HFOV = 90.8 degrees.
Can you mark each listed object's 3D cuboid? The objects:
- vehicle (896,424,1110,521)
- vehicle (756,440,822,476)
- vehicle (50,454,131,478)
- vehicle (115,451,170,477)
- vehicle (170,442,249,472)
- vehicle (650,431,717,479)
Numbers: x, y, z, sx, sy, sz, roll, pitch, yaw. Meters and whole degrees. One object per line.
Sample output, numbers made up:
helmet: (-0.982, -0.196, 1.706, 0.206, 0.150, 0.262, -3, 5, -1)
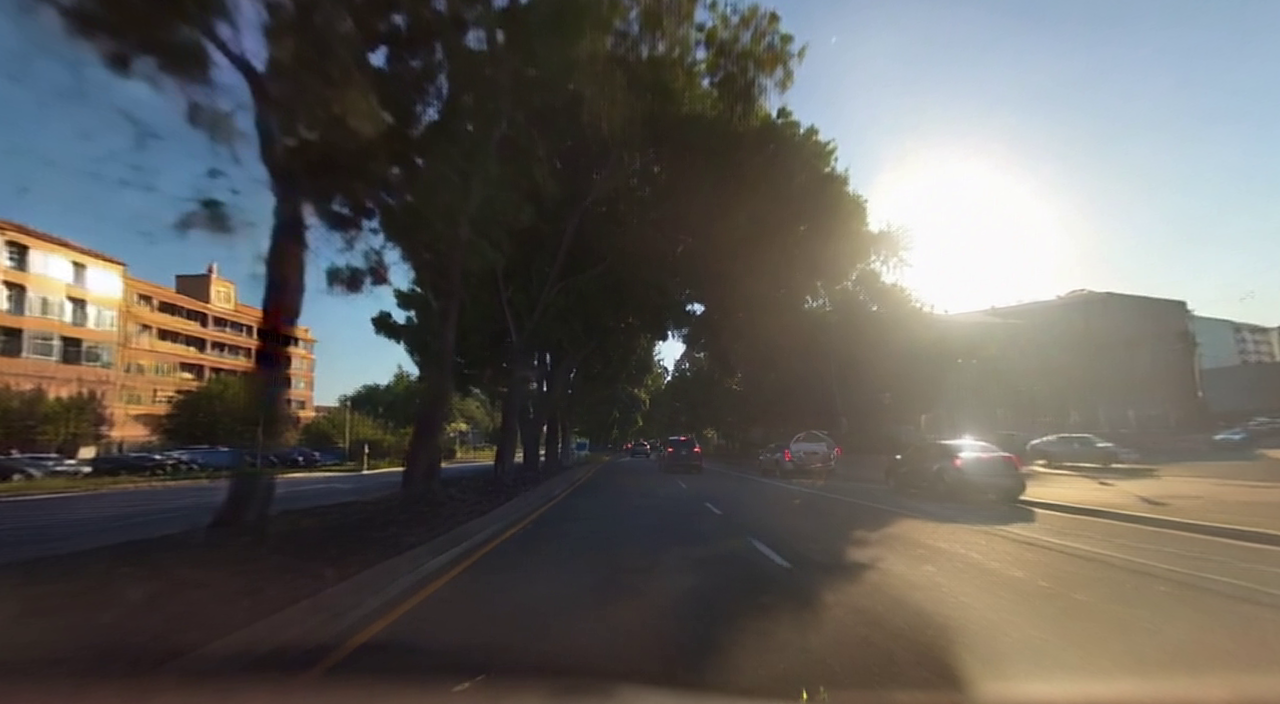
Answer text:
vehicle: (7.363, 2.468, 13.443, 2.025, 1.719, 4.161, 0, -8, 0)
vehicle: (7.062, 5.062, 30.456, 2.029, 1.548, 4.422, 0, -8, -1)
vehicle: (-34.780, 7.196, 40.124, 1.700, 1.337, 3.735, 0, -8, 3)
vehicle: (-30.059, 6.736, 38.254, 1.779, 1.363, 4.265, 4, -9, -28)
vehicle: (-29.964, 7.281, 44.063, 3.883, 1.989, 2.208, -1, -9, 6)
vehicle: (1.675, 4.244, 26.272, 2.227, 1.794, 4.457, 0, -8, -3)
